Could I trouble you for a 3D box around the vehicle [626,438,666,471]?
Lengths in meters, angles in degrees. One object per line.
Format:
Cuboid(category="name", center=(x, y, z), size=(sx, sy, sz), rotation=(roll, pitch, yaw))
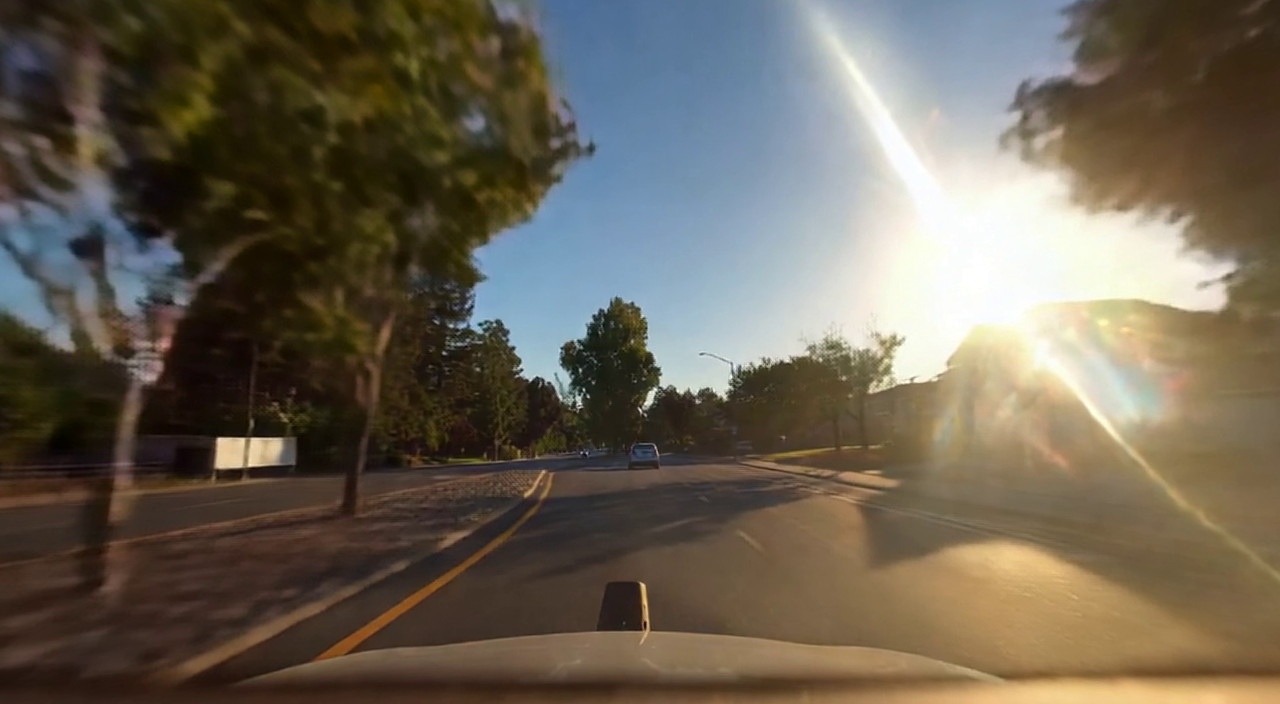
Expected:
Cuboid(category="vehicle", center=(0.285, 6.005, 36.952), size=(2.165, 1.783, 4.391), rotation=(0, -9, -2))
